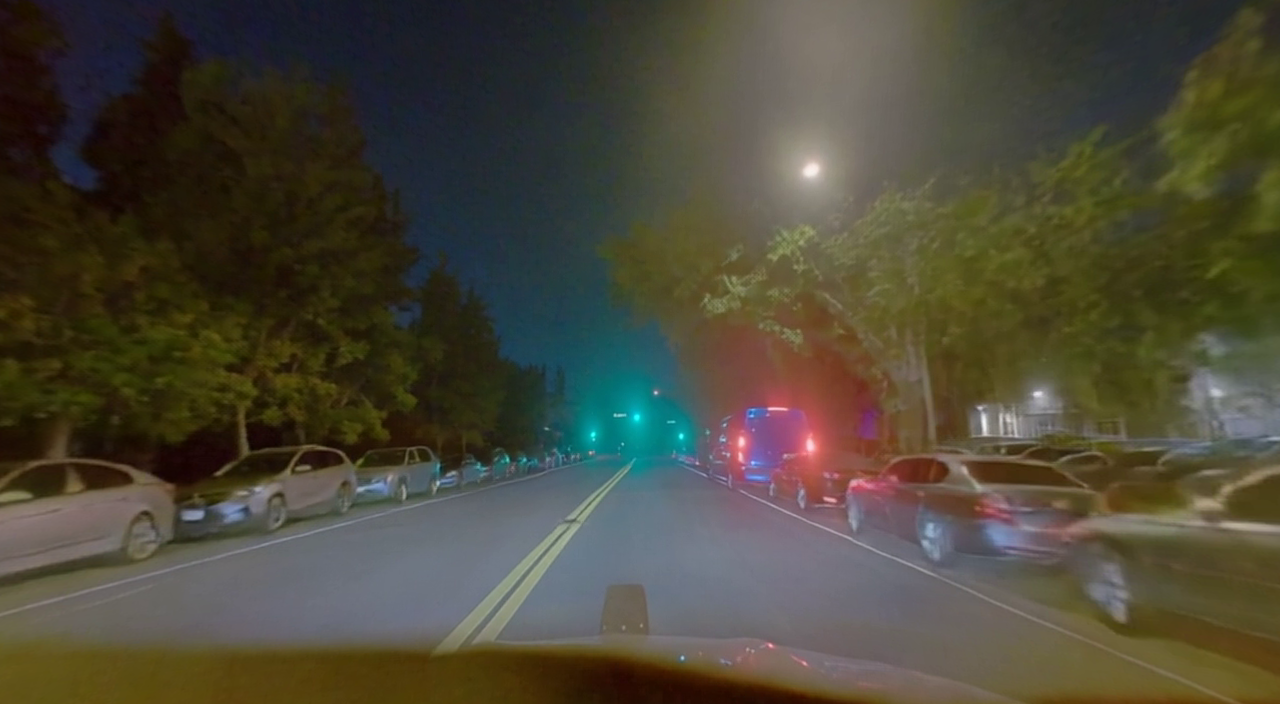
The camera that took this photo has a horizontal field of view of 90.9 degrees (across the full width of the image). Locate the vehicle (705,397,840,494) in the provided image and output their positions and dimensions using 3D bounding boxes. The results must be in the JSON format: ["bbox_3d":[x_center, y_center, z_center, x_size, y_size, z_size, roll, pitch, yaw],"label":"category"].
[{"bbox_3d":[4.299,3.270,22.219,3.089,2.882,6.770,0,-8,-2],"label":"vehicle"}]

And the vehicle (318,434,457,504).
[{"bbox_3d":[-7.140,3.334,18.505,1.984,1.745,4.866,0,-8,1],"label":"vehicle"}]

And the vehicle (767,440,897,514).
[{"bbox_3d":[4.346,2.852,14.983,1.764,1.494,4.248,0,-8,0],"label":"vehicle"}]

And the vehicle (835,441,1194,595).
[{"bbox_3d":[4.331,1.935,8.491,1.762,1.444,4.906,0,-8,-1],"label":"vehicle"}]

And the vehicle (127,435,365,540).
[{"bbox_3d":[-7.159,2.432,12.103,1.874,1.607,4.174,-1,-8,0],"label":"vehicle"}]

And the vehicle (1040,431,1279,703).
[{"bbox_3d":[4.303,1.110,3.045,1.804,1.453,4.462,0,-8,0],"label":"vehicle"}]

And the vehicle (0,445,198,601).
[{"bbox_3d":[-7.044,1.782,6.745,1.775,1.433,4.011,-2,-7,-1],"label":"vehicle"}]
